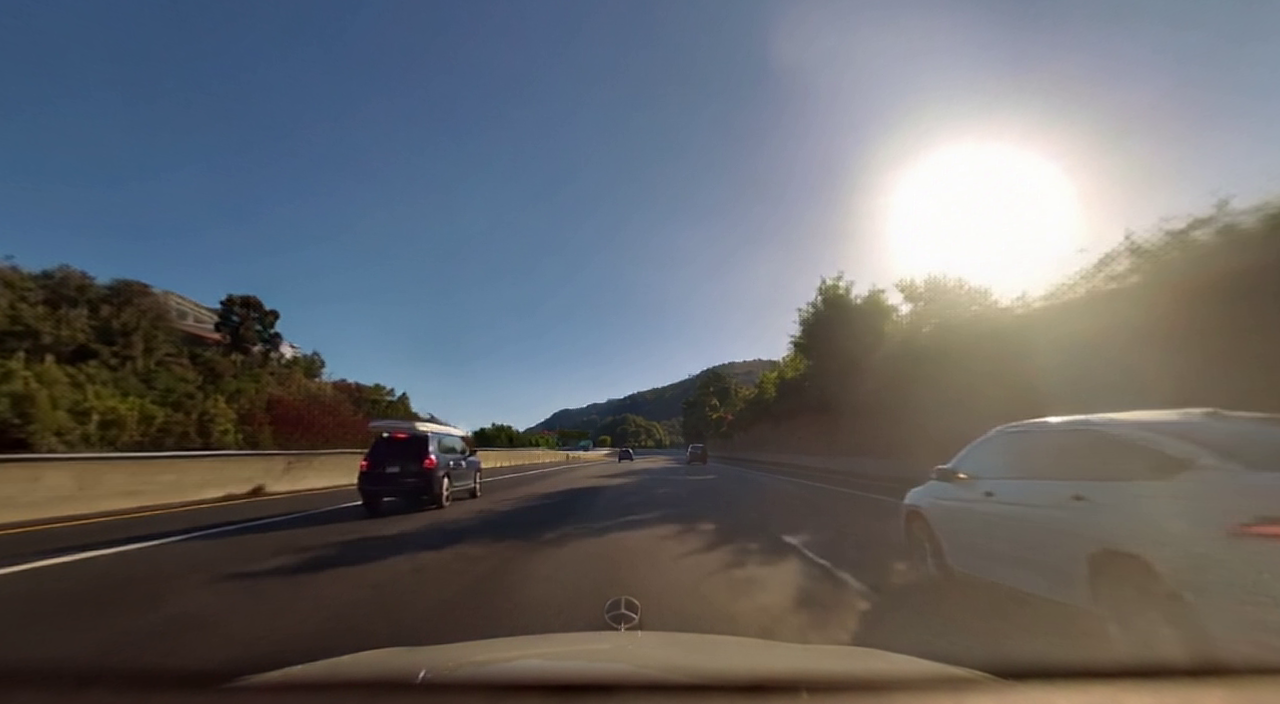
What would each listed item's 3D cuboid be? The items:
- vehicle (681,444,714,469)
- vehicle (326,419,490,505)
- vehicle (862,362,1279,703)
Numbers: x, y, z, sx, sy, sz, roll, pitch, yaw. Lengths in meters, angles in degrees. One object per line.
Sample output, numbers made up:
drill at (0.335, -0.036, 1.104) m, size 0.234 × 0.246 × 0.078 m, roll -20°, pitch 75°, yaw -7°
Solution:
vehicle at (4.420, 8.144, 49.353) m, size 2.211 × 1.814 × 4.404 m, roll 0°, pitch -9°, yaw 0°
vehicle at (-6.293, 3.115, 18.218) m, size 2.383 × 2.048 × 5.875 m, roll 0°, pitch -9°, yaw 1°
vehicle at (3.574, 1.254, 4.884) m, size 2.075 × 1.743 × 4.410 m, roll 0°, pitch -9°, yaw 0°
